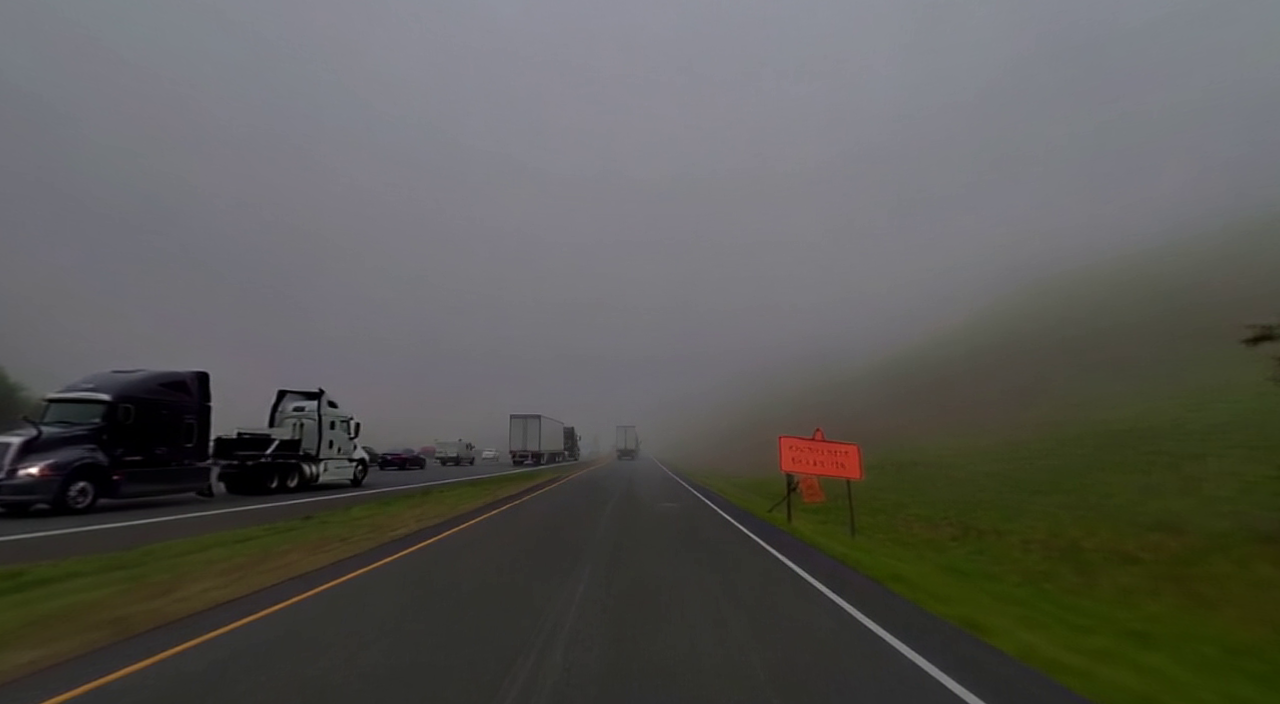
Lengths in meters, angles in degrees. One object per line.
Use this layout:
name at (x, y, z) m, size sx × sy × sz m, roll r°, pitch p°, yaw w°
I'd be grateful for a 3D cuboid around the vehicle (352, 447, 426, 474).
vehicle at (-14.693, 6.373, 37.230) m, size 1.925 × 1.493 × 4.864 m, roll -1°, pitch -9°, yaw 6°

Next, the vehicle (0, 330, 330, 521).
vehicle at (-13.195, 2.197, 17.162) m, size 2.745 × 3.617 × 11.590 m, roll -1°, pitch -9°, yaw 5°
